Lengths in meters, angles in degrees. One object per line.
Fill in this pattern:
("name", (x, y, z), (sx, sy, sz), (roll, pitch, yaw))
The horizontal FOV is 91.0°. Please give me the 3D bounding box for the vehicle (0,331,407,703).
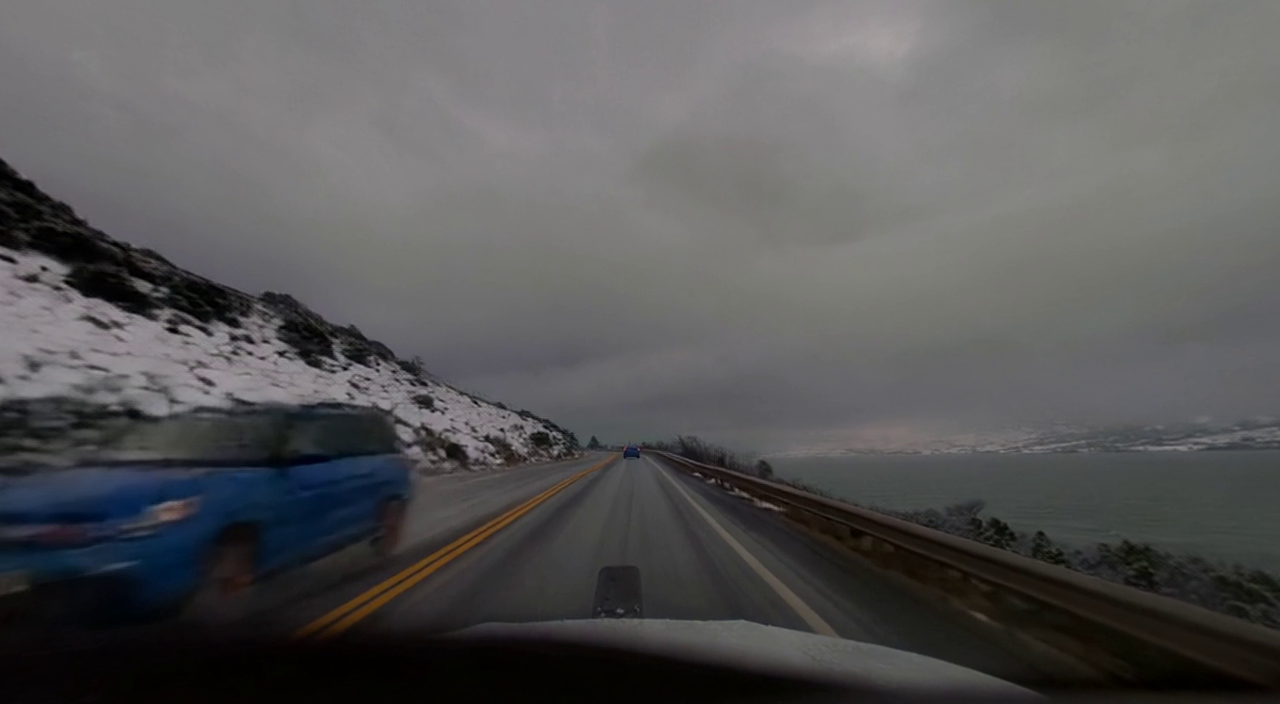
("vehicle", (-4.093, 1.182, 5.331), (2.180, 1.826, 5.350), (0, -9, 0))
